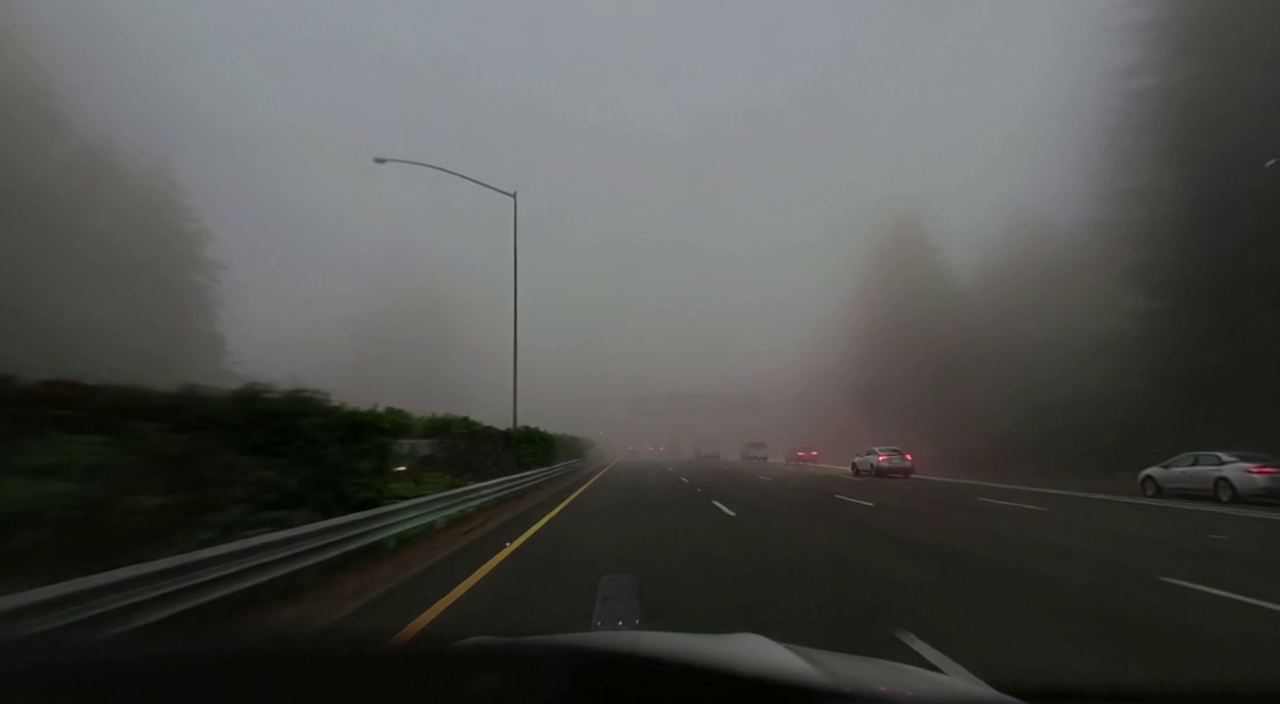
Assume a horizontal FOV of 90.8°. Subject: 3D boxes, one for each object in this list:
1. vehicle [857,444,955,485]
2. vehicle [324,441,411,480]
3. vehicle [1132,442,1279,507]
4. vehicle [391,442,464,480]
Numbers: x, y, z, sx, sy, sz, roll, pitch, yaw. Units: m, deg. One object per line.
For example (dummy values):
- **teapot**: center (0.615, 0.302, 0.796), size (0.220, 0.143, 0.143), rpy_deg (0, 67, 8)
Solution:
- **vehicle**: center (10.000, 4.242, 24.121), size (1.836, 1.418, 4.132), rpy_deg (0, -9, -1)
- **vehicle**: center (-12.004, 4.771, 28.168), size (1.907, 1.537, 4.550), rpy_deg (0, -8, -1)
- **vehicle**: center (15.684, 3.099, 16.472), size (1.915, 1.479, 4.691), rpy_deg (0, -9, 0)
- **vehicle**: center (-7.833, 4.019, 23.586), size (1.568, 1.263, 3.387), rpy_deg (0, -8, 0)
